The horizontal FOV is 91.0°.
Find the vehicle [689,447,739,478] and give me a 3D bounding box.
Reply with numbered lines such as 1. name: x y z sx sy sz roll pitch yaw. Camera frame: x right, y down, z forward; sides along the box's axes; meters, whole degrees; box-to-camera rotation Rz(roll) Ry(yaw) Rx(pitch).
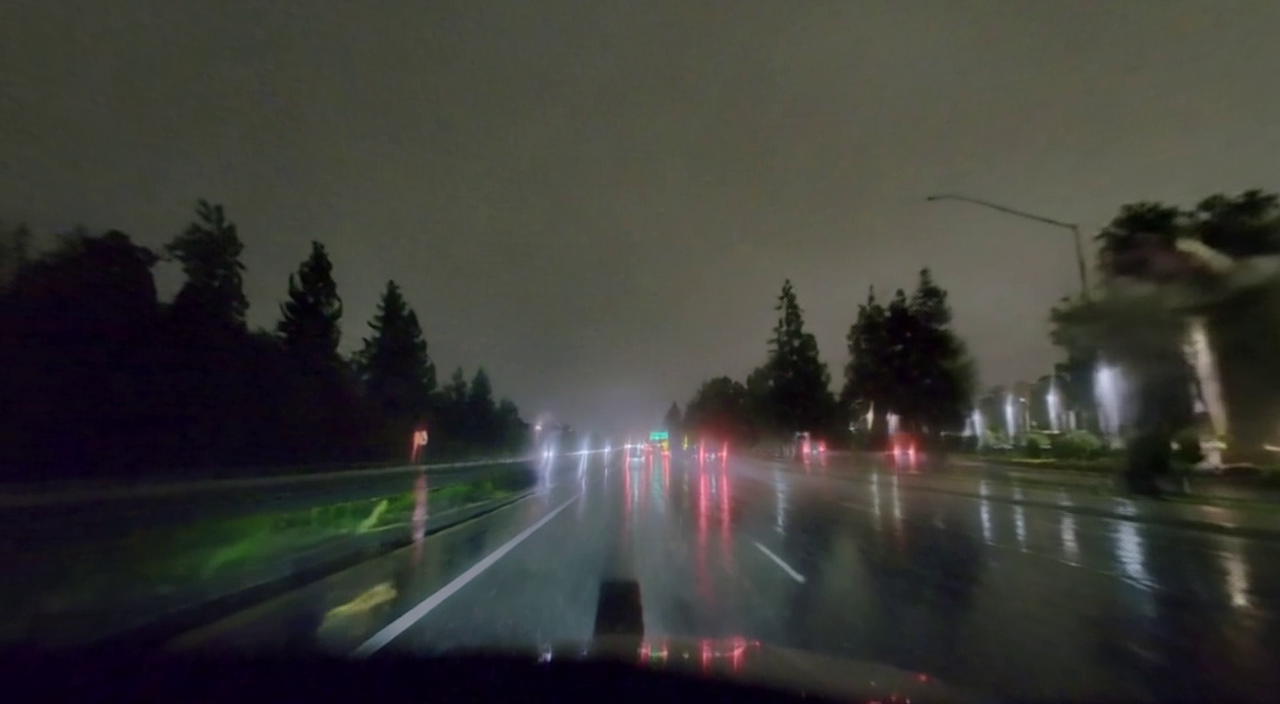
1. vehicle: 3.922 5.919 33.906 2.115 1.522 4.330 0 -9 -1
